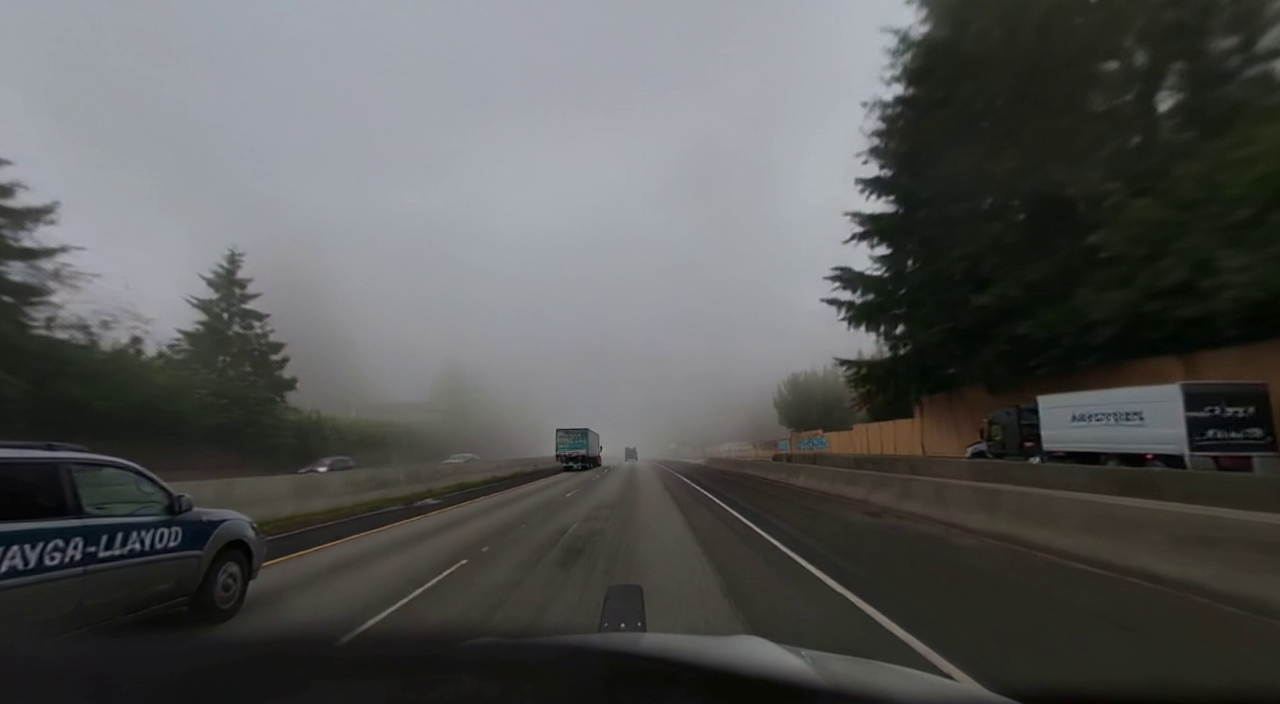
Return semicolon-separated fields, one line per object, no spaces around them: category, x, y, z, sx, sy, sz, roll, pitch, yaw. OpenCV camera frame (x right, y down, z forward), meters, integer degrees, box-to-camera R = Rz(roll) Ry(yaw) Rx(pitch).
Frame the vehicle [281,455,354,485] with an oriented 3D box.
vehicle;-17.521;6.387;34.477;1.772;1.480;4.102;0;-9;0

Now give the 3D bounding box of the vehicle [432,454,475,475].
vehicle;-13.351;8.046;45.241;1.832;1.403;4.201;0;-9;0

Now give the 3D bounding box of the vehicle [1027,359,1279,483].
vehicle;21.740;2.818;24.358;2.782;4.082;12.925;2;-9;-15

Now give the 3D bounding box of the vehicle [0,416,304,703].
vehicle;-4.299;1.171;3.824;2.024;1.476;4.466;0;-9;0

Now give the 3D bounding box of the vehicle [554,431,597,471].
vehicle;-4.280;6.709;42.750;2.305;2.517;5.486;0;-9;0
